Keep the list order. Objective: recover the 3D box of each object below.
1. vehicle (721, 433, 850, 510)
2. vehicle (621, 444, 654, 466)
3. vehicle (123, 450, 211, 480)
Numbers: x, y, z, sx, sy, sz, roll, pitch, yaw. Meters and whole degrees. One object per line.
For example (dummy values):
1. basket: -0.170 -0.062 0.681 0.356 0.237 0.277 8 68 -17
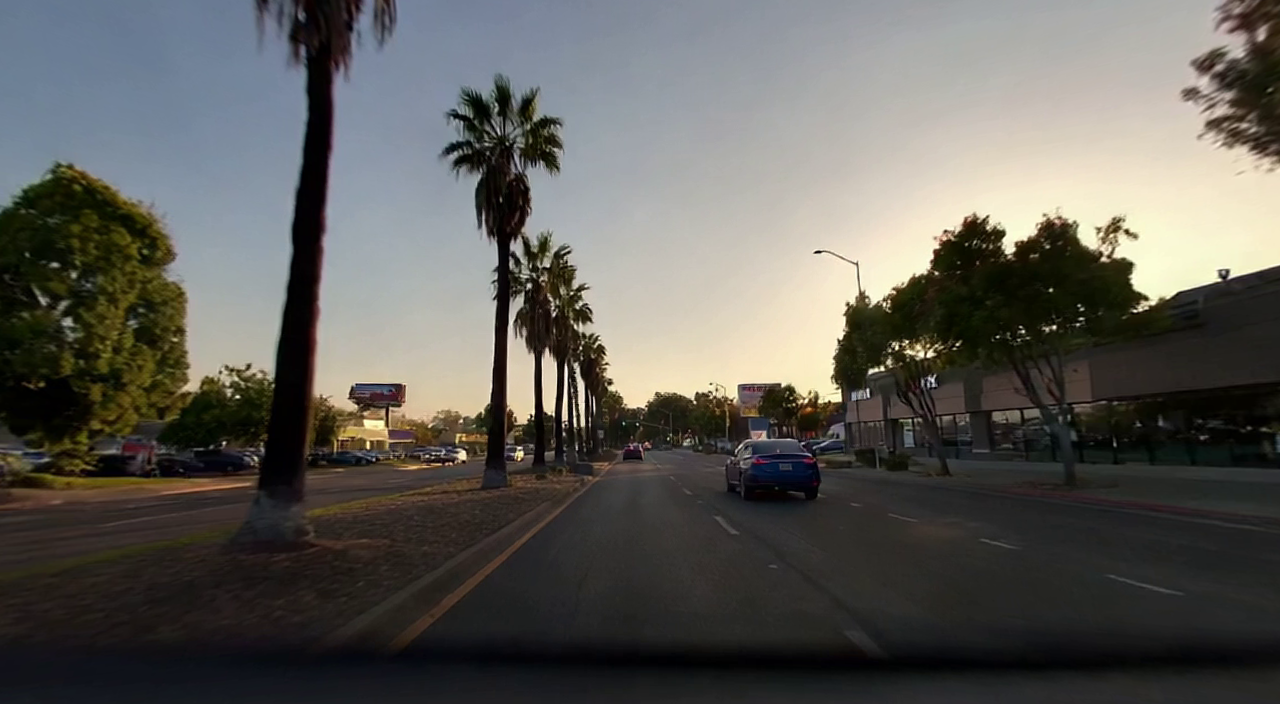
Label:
1. vehicle: 3.234 2.749 15.022 1.889 1.541 4.303 0 -9 -2
2. vehicle: -0.246 7.325 45.232 2.258 1.468 4.076 0 -8 -2
3. vehicle: -32.587 7.748 43.562 4.634 1.870 2.177 7 -11 -39
